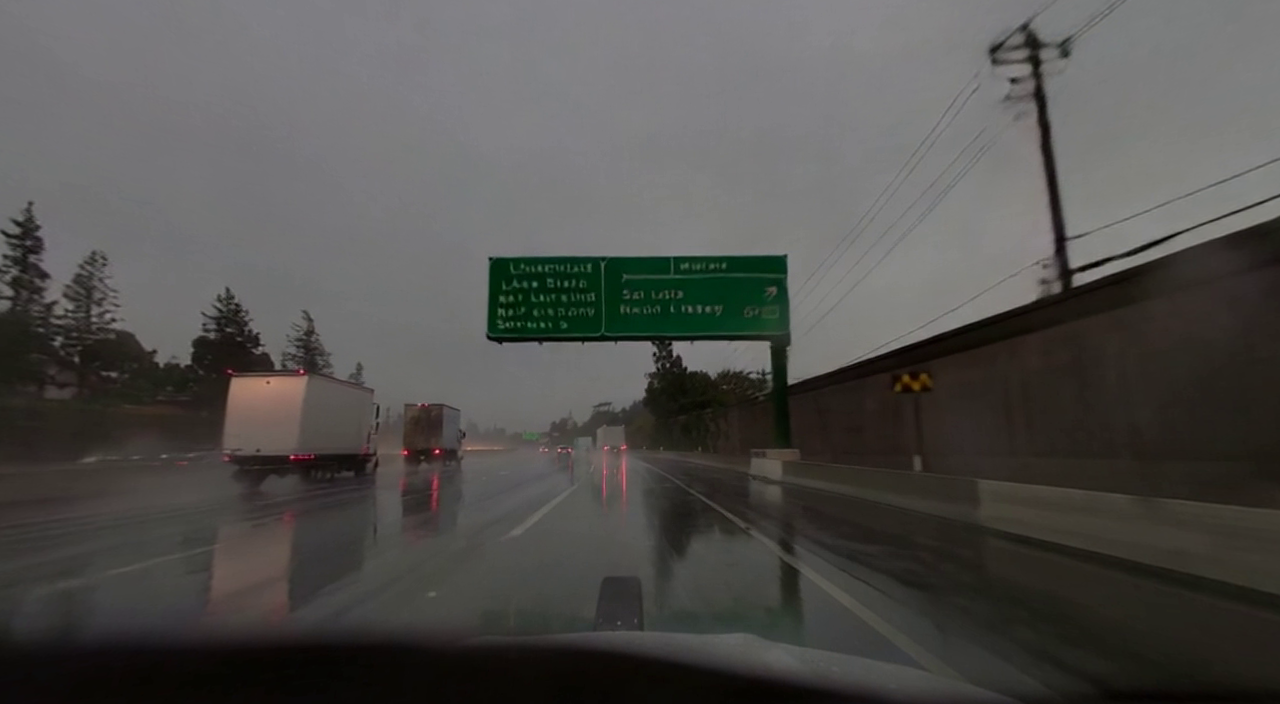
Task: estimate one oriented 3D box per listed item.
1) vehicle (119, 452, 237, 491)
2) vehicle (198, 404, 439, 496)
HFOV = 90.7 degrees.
[{"bbox_3d":[-19.789,5.101,27.417,1.842,1.452,4.612,0,-8,-3],"label":"vehicle"},{"bbox_3d":[-11.775,3.948,25.954,3.270,2.674,14.547,0,-8,-4],"label":"vehicle"}]
